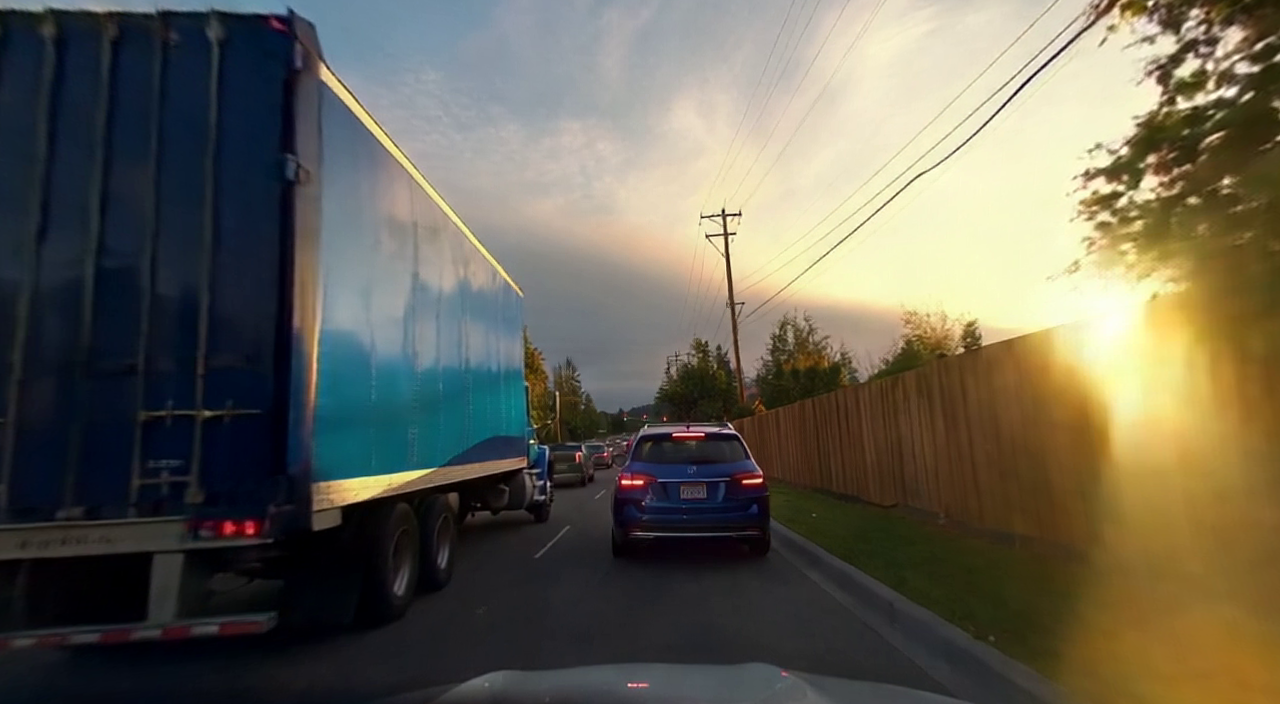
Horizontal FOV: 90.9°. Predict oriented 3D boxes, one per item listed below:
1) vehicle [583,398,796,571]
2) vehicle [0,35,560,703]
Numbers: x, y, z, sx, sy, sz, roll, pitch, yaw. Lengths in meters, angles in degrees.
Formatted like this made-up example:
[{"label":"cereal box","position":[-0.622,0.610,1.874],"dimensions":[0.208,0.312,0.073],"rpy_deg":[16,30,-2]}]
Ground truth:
[{"label":"vehicle","position":[0.475,1.662,8.564],"dimensions":[2.174,1.749,4.113],"rpy_deg":[0,-9,-1]},{"label":"vehicle","position":[-3.115,0.685,7.767],"dimensions":[2.928,3.658,8.980],"rpy_deg":[0,-9,1]}]
